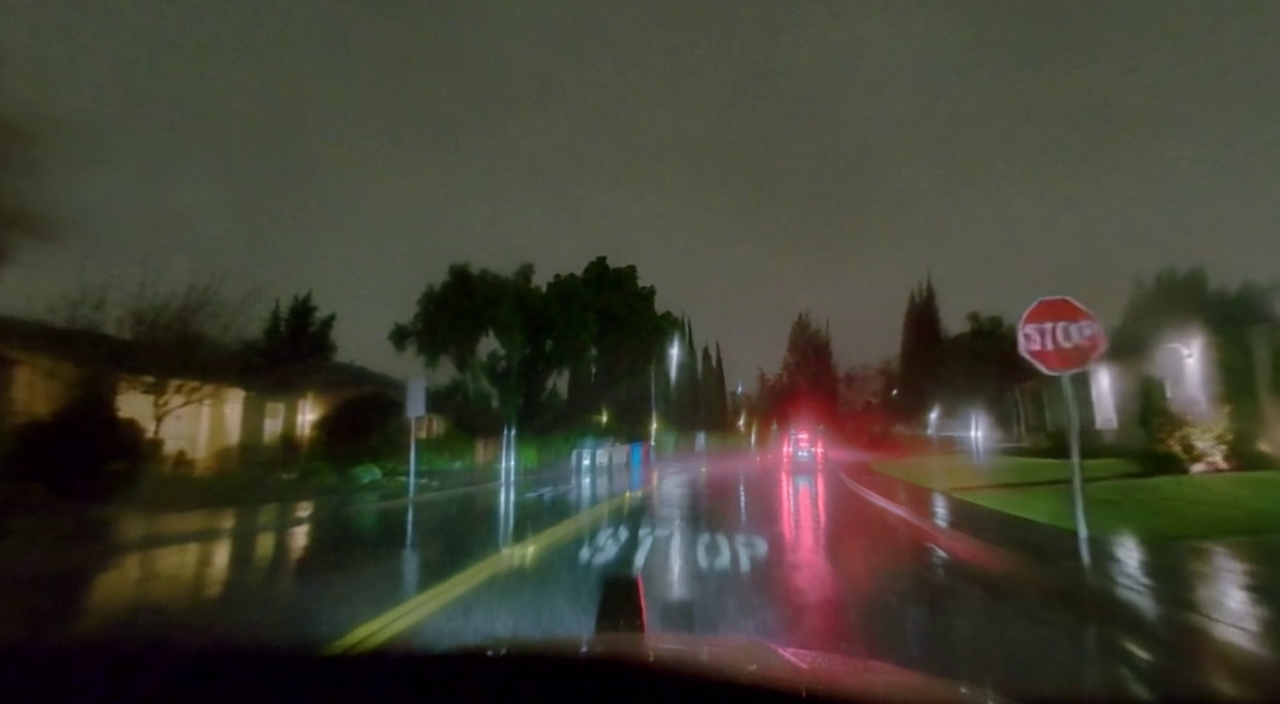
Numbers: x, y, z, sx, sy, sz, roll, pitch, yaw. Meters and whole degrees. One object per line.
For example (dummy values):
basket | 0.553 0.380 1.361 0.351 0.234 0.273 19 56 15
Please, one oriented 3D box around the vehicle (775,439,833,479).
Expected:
vehicle | 6.969 4.431 26.505 2.045 1.478 4.914 -3 -9 17

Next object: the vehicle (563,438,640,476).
vehicle | -1.790 5.129 31.219 2.030 1.696 4.828 -3 -9 19
